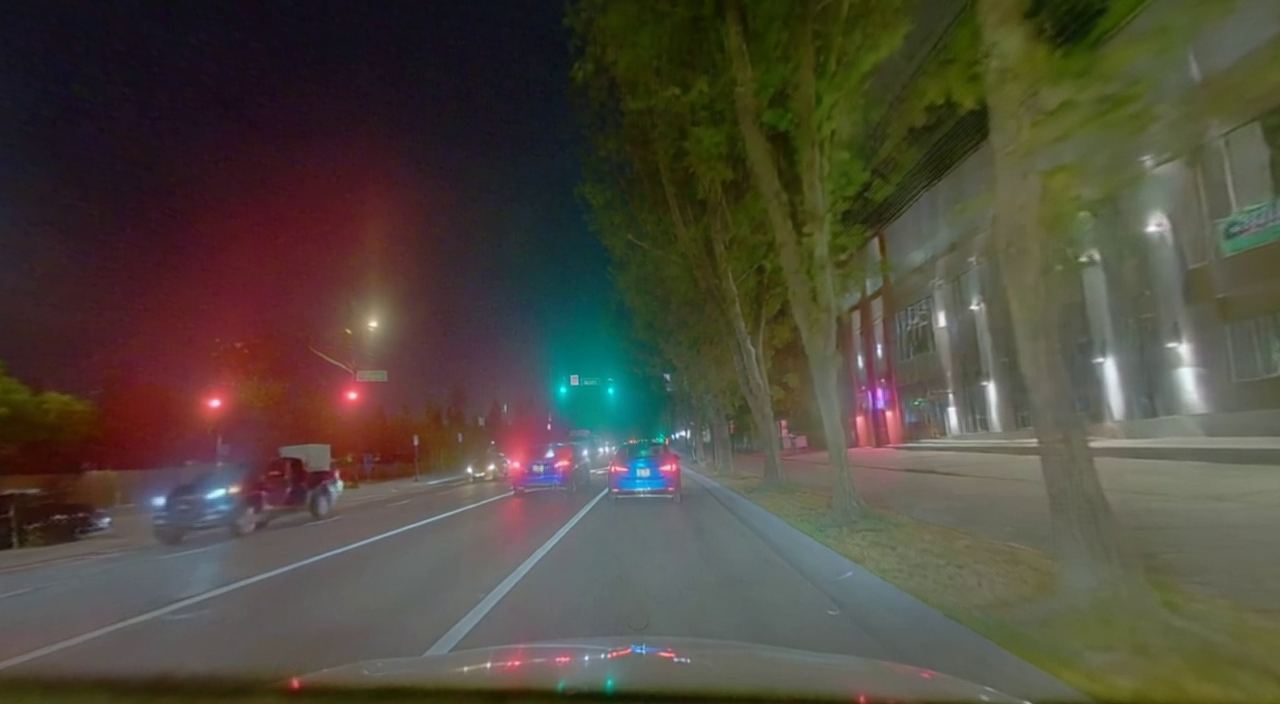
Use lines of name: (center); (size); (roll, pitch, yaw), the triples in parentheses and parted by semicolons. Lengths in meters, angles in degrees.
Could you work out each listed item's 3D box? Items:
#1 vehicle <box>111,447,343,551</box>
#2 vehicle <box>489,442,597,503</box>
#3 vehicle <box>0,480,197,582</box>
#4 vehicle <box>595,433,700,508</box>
vehicle: (-8.438, 2.969, 13.525); (1.931, 1.803, 4.420); (0, -8, 1)
vehicle: (-2.467, 3.210, 17.366); (2.099, 1.424, 4.843); (0, -8, 1)
vehicle: (-11.748, 3.532, 13.064); (1.861, 1.476, 4.479); (0, -9, 0)
vehicle: (0.163, 2.649, 14.546); (2.094, 1.478, 3.922); (0, -8, 0)
